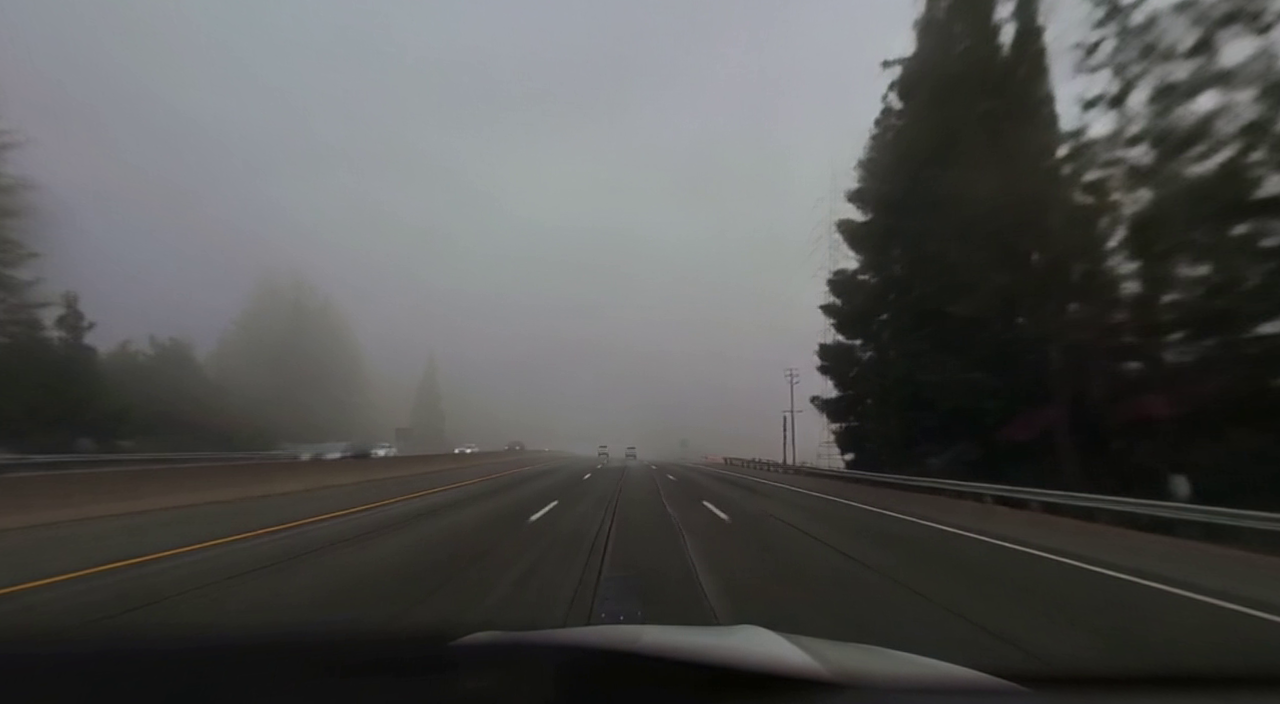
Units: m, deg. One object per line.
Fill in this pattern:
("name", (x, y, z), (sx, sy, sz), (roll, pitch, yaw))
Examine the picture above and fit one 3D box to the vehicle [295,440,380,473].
("vehicle", (-14.325, 4.956, 30.171), (1.931, 1.471, 4.264), (0, -9, 0))
